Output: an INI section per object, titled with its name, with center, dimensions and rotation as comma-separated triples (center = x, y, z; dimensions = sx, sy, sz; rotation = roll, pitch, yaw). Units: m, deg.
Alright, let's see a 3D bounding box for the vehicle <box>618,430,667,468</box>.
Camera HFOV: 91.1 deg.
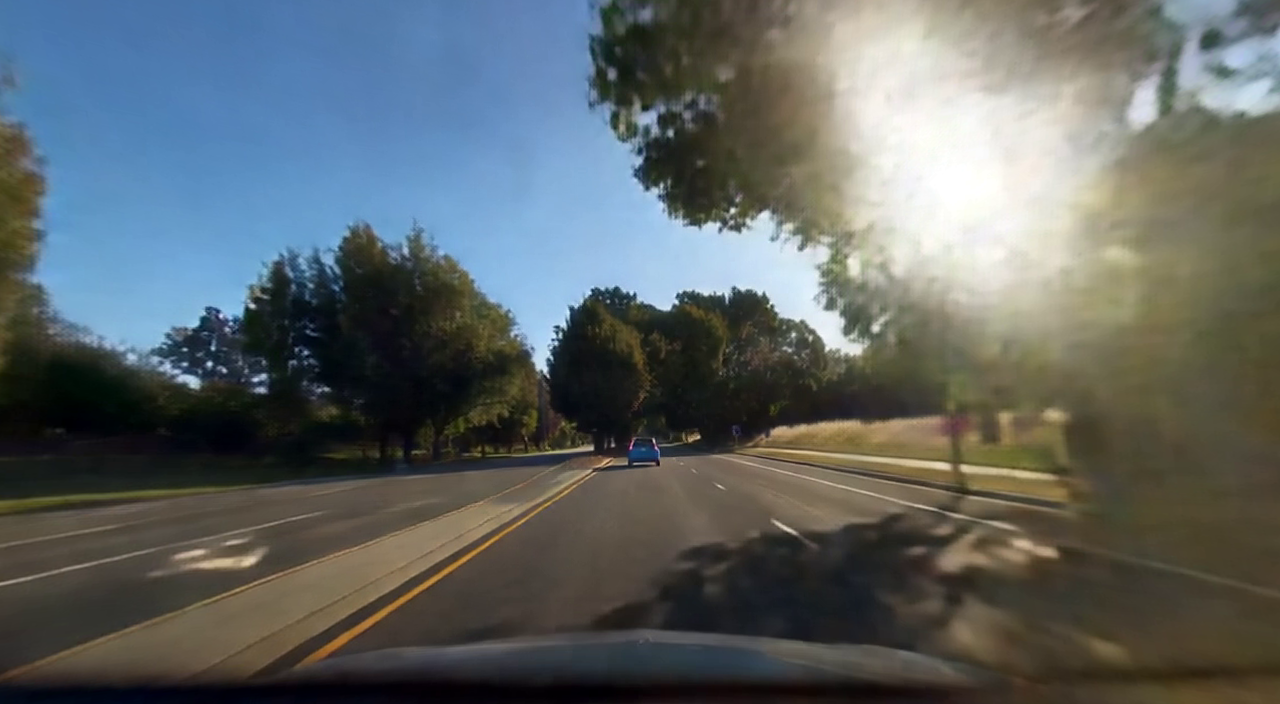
[vehicle]
center = 0.137, 4.727, 30.690
dimensions = 2.256, 1.734, 4.176
rotation = 0, -8, 1
